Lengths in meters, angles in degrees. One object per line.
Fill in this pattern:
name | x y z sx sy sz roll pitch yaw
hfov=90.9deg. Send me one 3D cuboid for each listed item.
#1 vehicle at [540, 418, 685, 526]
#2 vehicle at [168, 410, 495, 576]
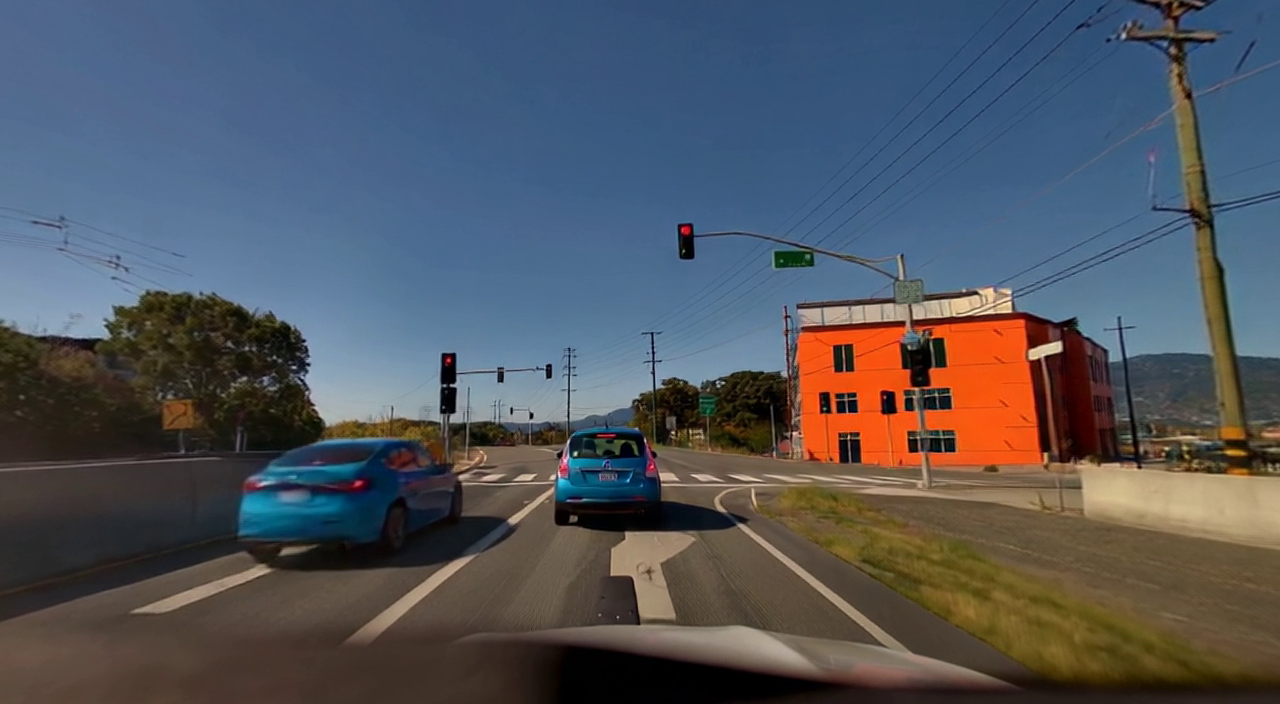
vehicle | -0.414 2.006 11.116 2.123 1.566 3.662 0 -8 0
vehicle | -3.454 1.646 8.230 2.097 1.573 4.284 0 -8 0
